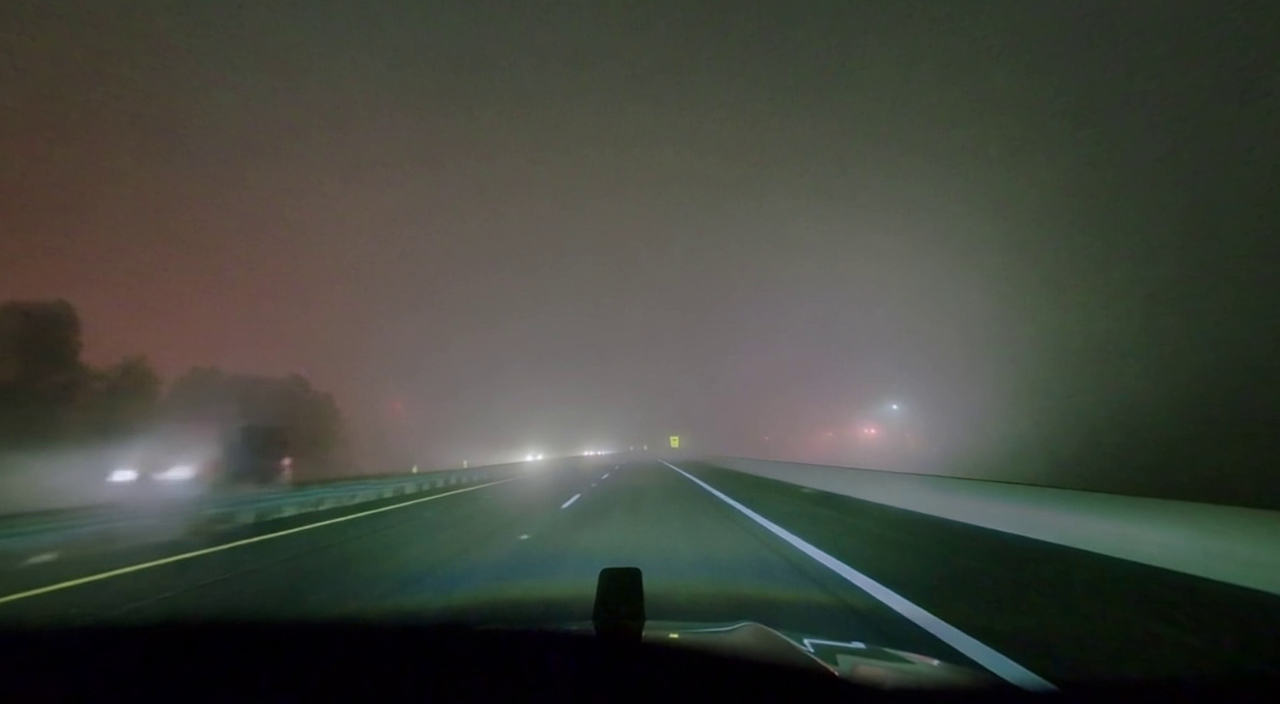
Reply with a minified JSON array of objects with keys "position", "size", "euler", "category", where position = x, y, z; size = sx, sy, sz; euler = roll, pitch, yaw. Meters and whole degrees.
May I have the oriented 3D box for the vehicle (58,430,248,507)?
[{"position":[-16.092,3.858,21.368],"size":[2.224,2.271,5.154],"euler":[0,-9,1],"category":"vehicle"}]
